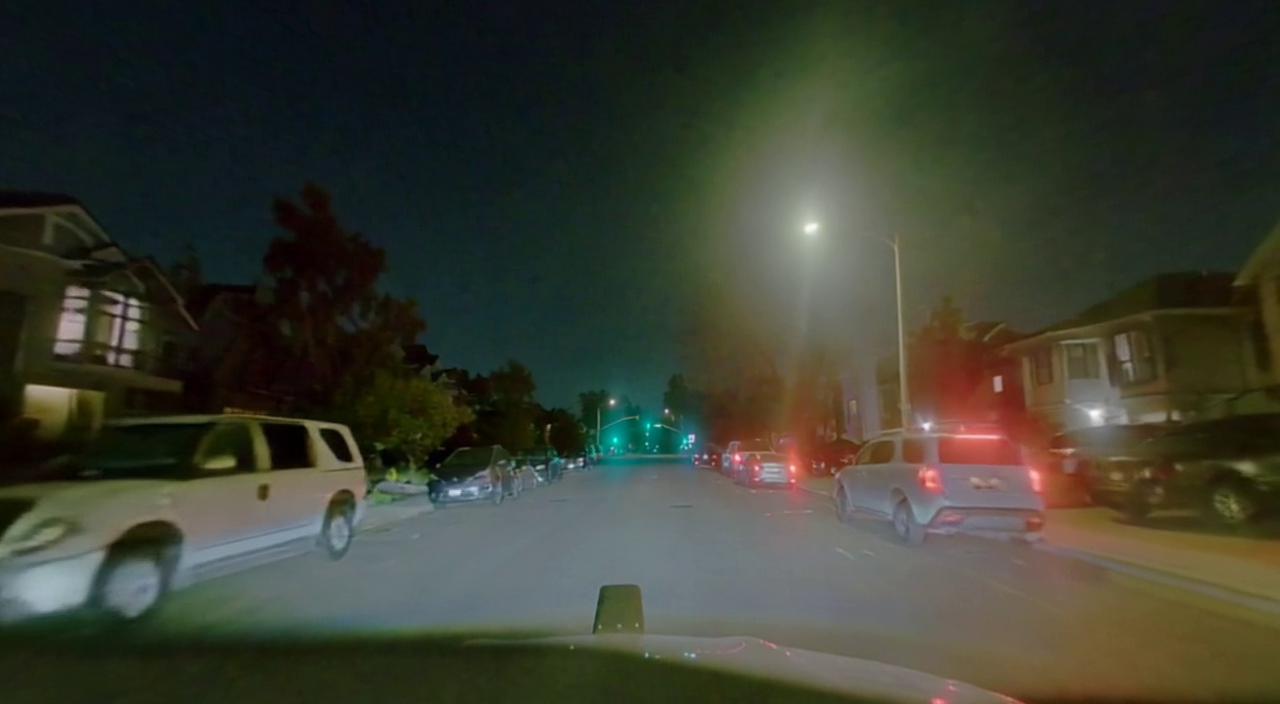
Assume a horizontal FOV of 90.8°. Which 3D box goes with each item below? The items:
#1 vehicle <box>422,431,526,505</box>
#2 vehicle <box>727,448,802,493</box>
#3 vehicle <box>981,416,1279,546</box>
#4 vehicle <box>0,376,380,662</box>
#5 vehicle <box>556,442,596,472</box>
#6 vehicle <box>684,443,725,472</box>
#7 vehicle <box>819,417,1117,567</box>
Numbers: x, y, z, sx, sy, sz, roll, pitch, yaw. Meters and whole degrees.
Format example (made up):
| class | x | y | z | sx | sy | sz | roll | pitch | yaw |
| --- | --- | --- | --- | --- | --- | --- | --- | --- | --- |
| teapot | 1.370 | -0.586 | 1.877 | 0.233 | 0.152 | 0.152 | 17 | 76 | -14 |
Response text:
| class | x | y | z | sx | sy | sz | roll | pitch | yaw |
| --- | --- | --- | --- | --- | --- | --- | --- | --- | --- |
| vehicle | -4.619 | 3.334 | 18.272 | 2.007 | 1.861 | 4.101 | 0 | -10 | -2 |
| vehicle | 4.729 | 4.561 | 24.799 | 1.850 | 1.516 | 5.066 | 0 | -8 | -1 |
| vehicle | 8.996 | 2.277 | 11.786 | 2.285 | 1.833 | 4.853 | -1 | -9 | -3 |
| vehicle | -5.143 | 1.605 | 7.055 | 2.319 | 1.902 | 5.526 | -2 | -9 | -2 |
| vehicle | -4.046 | 6.714 | 40.372 | 2.035 | 1.822 | 4.348 | -1 | -10 | 1 |
| vehicle | 4.705 | 7.799 | 47.042 | 2.415 | 1.963 | 5.688 | 0 | -8 | -1 |
| vehicle | 5.031 | 2.224 | 11.022 | 2.201 | 1.896 | 5.632 | 0 | -8 | 1 |
